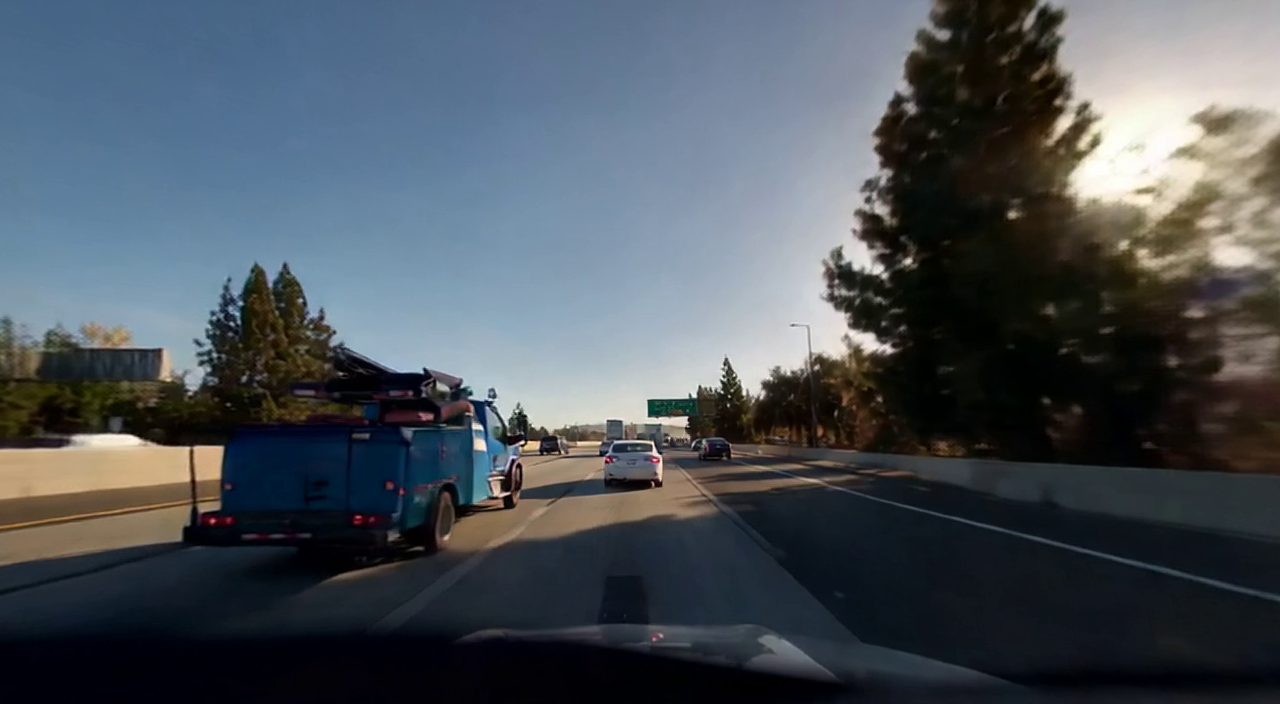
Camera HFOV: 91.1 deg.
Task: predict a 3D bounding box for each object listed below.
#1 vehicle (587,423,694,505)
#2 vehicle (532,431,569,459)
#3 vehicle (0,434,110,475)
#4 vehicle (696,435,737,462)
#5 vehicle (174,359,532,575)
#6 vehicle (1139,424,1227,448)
[{"bbox_3d":[0.033,2.608,15.087,2.165,1.653,4.456,0,-8,1],"label":"vehicle"},{"bbox_3d":[-6.583,6.915,46.856,2.036,1.958,4.378,0,-8,1],"label":"vehicle"},{"bbox_3d":[-24.254,4.082,25.295,1.791,1.480,4.430,0,-8,1],"label":"vehicle"},{"bbox_3d":[4.840,6.167,40.225,2.079,1.656,4.506,0,-8,0],"label":"vehicle"},{"bbox_3d":[-3.328,1.536,9.100,2.526,2.146,5.594,0,-8,0],"label":"vehicle"},{"bbox_3d":[37.711,5.856,43.637,4.326,1.638,1.967,0,-8,-2],"label":"vehicle"}]
